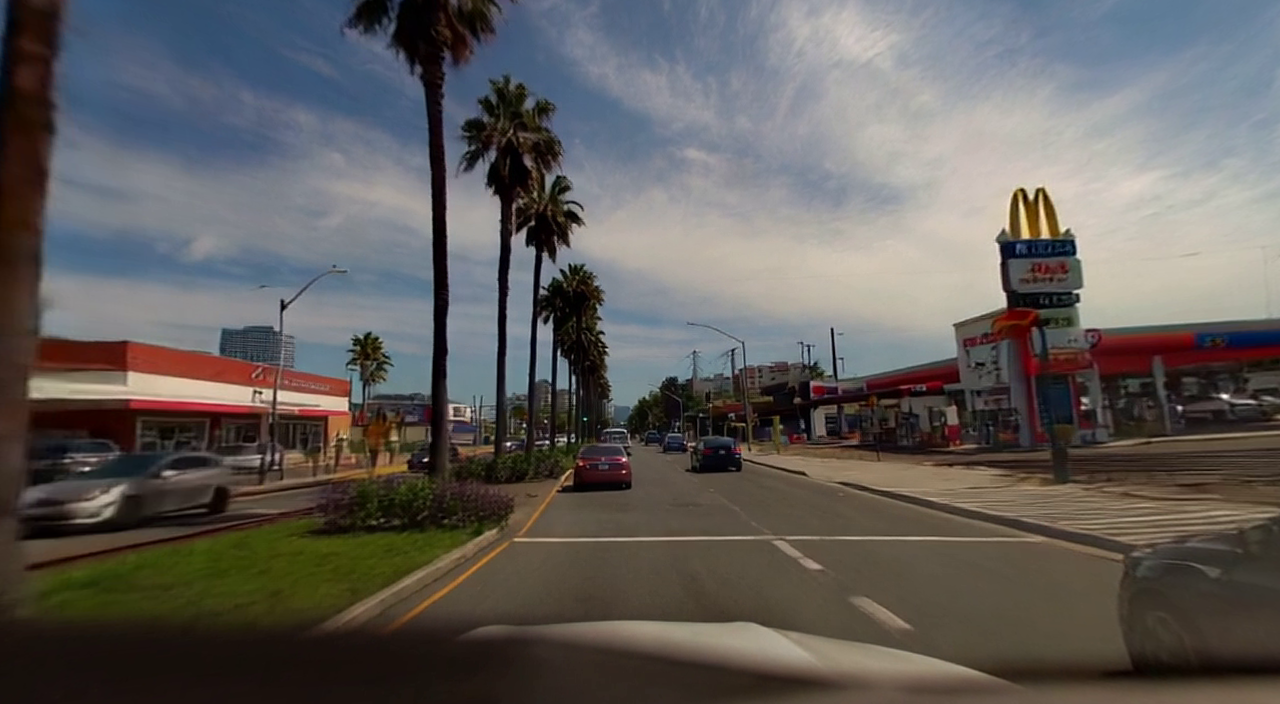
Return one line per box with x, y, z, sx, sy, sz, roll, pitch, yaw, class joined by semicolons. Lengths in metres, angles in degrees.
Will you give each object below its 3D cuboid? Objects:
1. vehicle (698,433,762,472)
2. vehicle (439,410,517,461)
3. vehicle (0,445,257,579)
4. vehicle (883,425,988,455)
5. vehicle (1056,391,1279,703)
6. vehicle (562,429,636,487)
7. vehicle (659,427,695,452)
3.574;4.072;25.748;1.889;1.448;4.262;0;-9;-1;vehicle
-10.527;5.592;42.077;2.662;2.995;8.344;0;-8;3;vehicle
-8.117;2.107;9.085;2.052;1.483;4.751;-1;-9;3;vehicle
14.710;4.414;31.602;4.293;1.438;1.773;0;-9;1;vehicle
3.481;0.761;1.583;1.987;1.474;4.198;0;-9;0;vehicle
-1.293;3.206;19.309;2.021;1.550;4.090;0;-9;-5;vehicle
2.812;6.844;48.909;2.299;1.803;5.434;0;-9;-1;vehicle
